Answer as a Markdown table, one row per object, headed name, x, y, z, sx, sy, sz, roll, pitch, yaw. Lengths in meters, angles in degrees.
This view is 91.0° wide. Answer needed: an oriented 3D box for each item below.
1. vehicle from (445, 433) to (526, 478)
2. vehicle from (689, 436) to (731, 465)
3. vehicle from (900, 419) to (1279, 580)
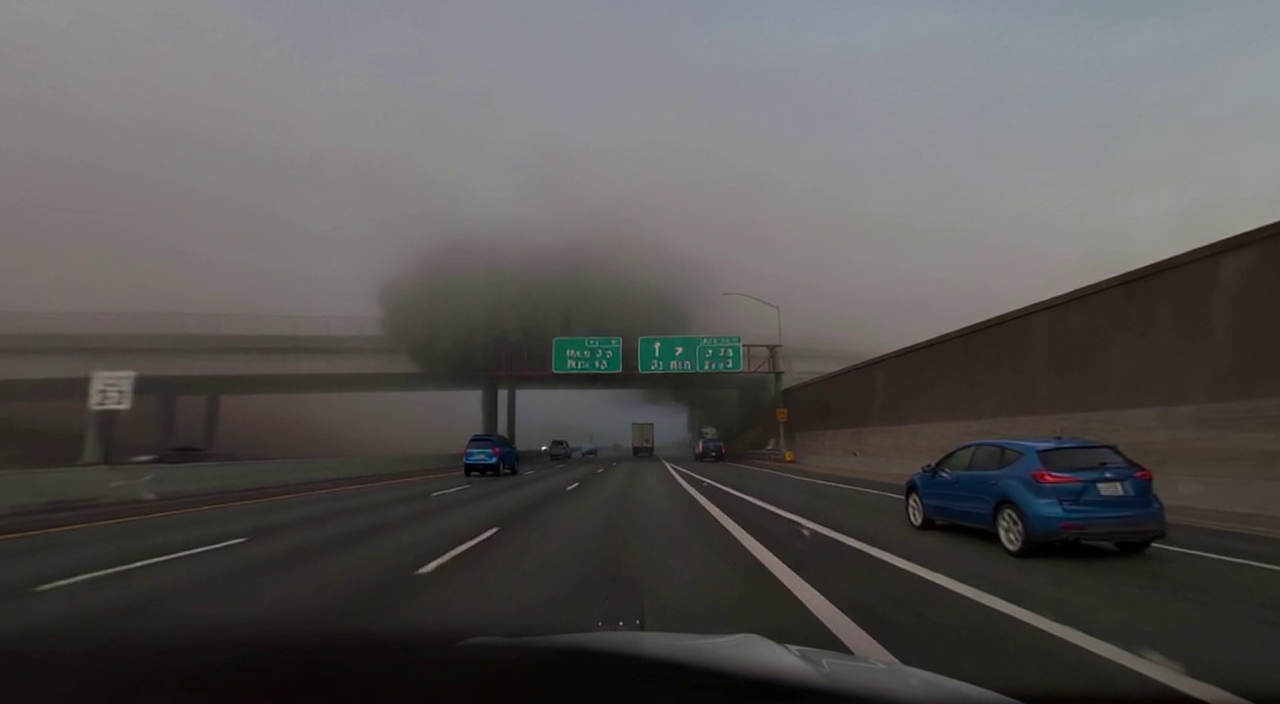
| name | x | y | z | sx | sy | sz | roll | pitch | yaw |
| --- | --- | --- | --- | --- | --- | --- | --- | --- | --- |
| vehicle | -6.523 | 4.440 | 27.243 | 2.179 | 1.753 | 4.999 | 0 | -9 | 0 |
| vehicle | 4.784 | 6.848 | 43.911 | 2.220 | 1.898 | 4.752 | 0 | -9 | -2 |
| vehicle | 5.519 | 1.747 | 8.319 | 2.075 | 1.510 | 4.569 | 0 | -9 | -2 |
